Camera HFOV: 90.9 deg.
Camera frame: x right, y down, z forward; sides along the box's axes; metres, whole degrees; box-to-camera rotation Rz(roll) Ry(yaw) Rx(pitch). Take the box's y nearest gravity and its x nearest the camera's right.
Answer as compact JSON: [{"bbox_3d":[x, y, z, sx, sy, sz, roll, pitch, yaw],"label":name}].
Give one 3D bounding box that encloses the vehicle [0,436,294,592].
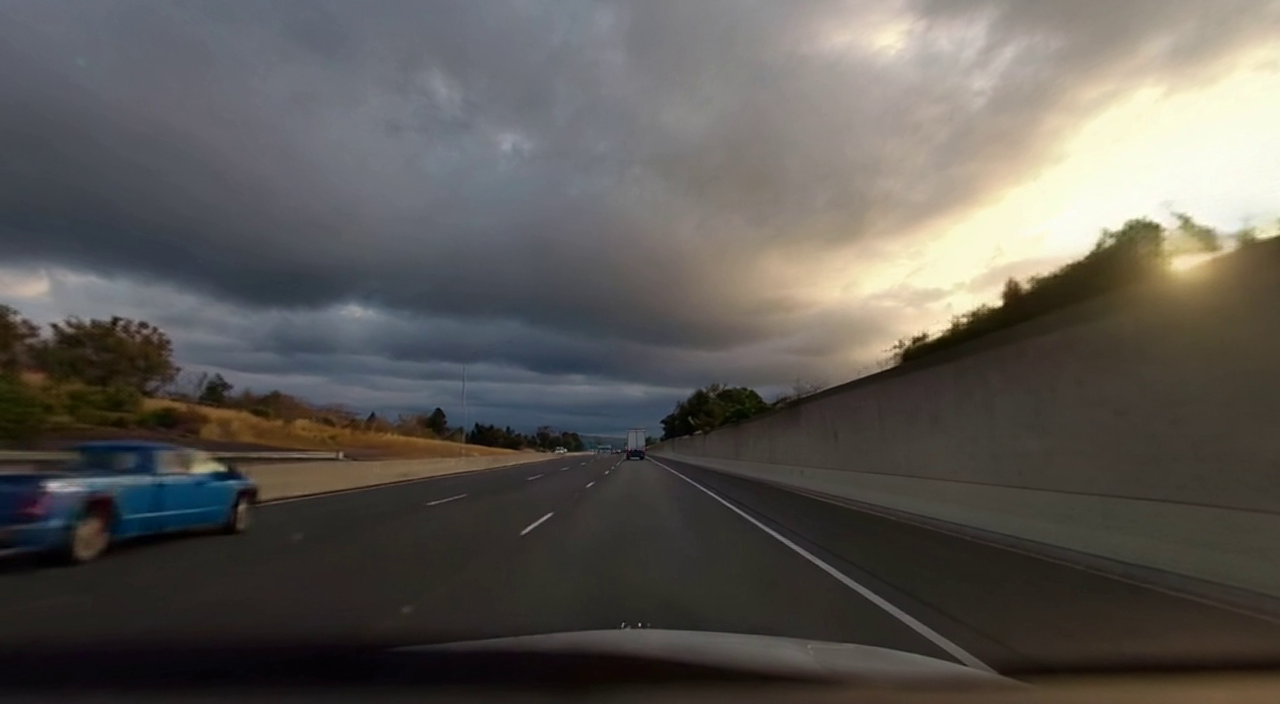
[{"bbox_3d":[-7.088,1.927,8.434,2.017,1.468,5.031,0,-9,0],"label":"vehicle"}]
